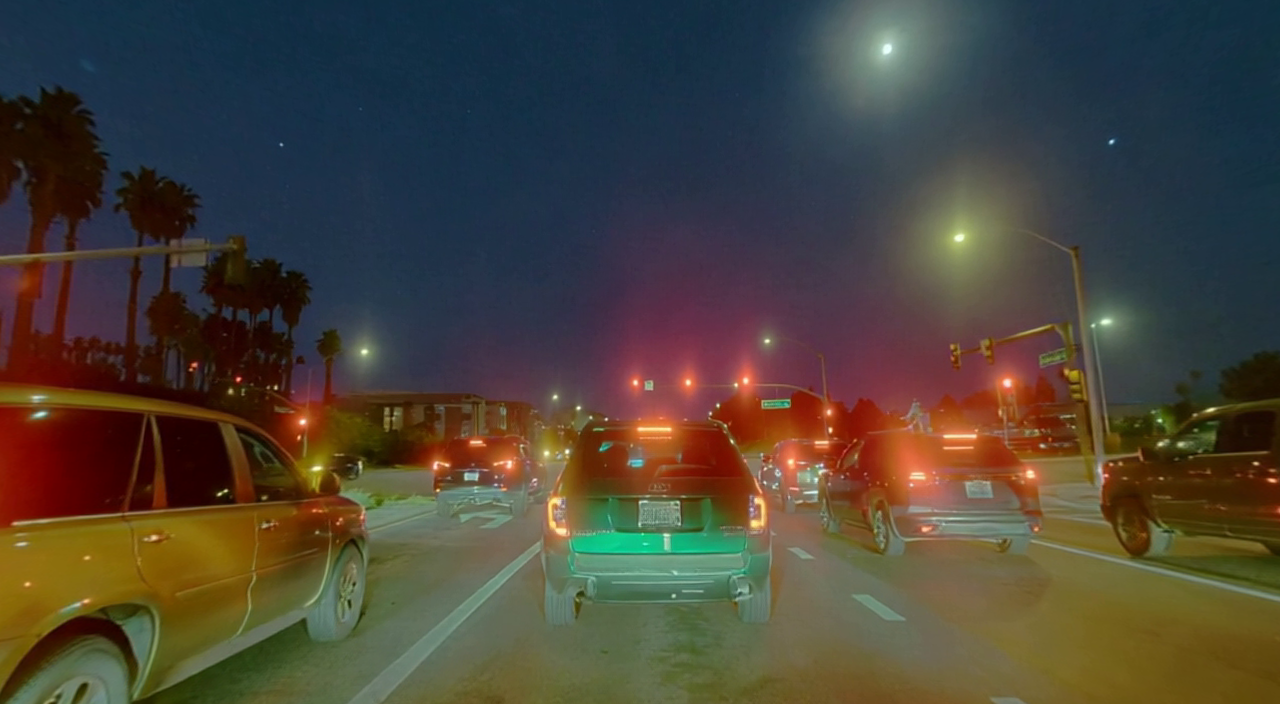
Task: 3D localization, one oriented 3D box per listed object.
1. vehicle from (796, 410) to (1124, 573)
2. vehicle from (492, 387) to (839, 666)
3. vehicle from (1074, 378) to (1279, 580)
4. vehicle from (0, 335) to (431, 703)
[{"bbox_3d":[4.038,1.864,9.277,2.072,1.704,5.170,0,-8,-1],"label":"vehicle"},{"bbox_3d":[0.187,1.377,6.008,2.123,1.704,4.128,0,-8,1],"label":"vehicle"},{"bbox_3d":[7.333,1.211,5.975,2.337,1.925,5.728,0,-8,1],"label":"vehicle"},{"bbox_3d":[-3.149,1.088,3.904,2.171,1.702,4.416,0,-9,0],"label":"vehicle"}]
